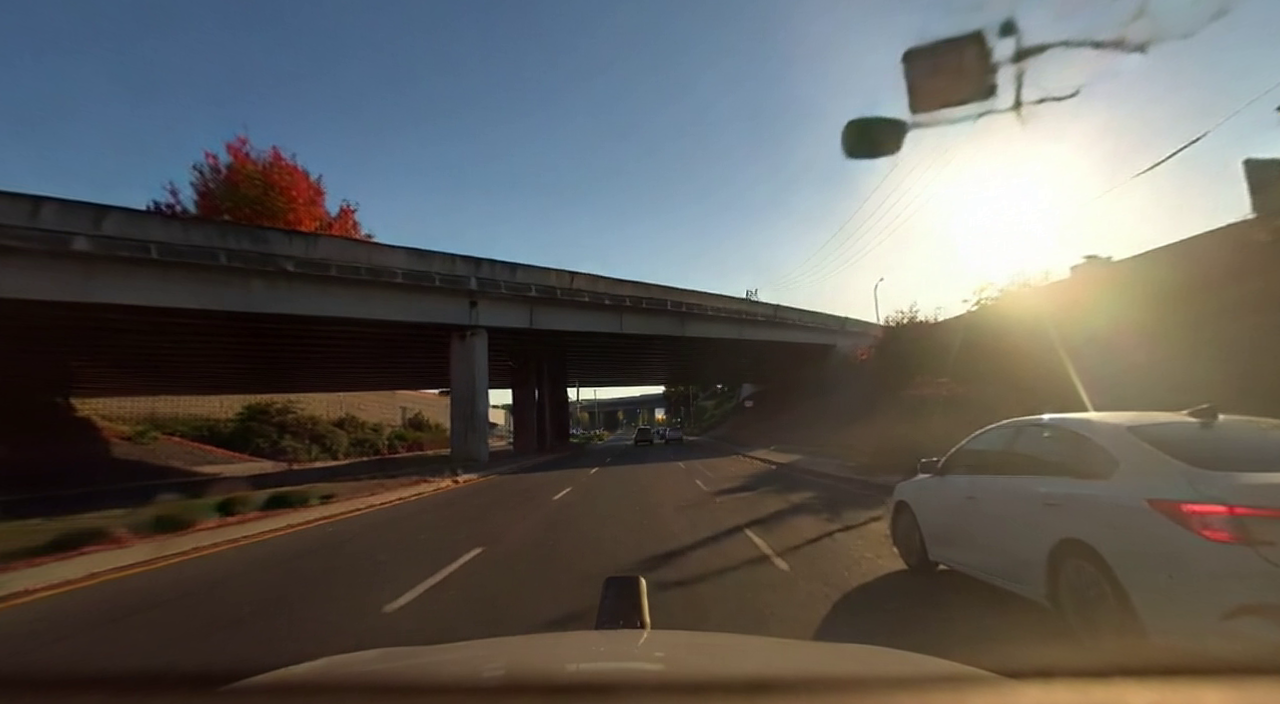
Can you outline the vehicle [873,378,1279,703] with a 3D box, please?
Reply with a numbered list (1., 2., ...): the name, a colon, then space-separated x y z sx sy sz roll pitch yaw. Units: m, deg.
1. vehicle: 3.535 1.173 4.441 2.063 1.542 4.420 0 -9 0
